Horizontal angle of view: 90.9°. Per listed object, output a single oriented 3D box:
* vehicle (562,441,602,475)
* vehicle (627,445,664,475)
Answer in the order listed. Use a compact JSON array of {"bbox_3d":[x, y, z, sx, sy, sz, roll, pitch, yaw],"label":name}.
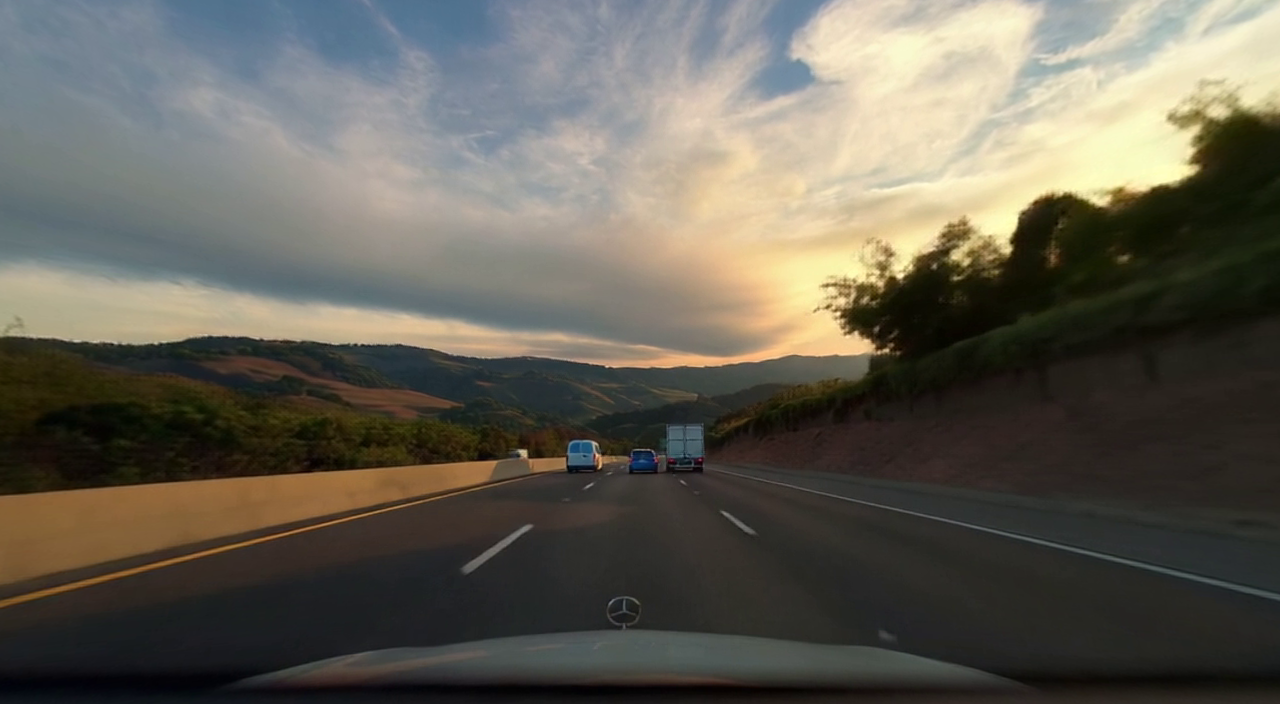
[{"bbox_3d":[-3.625,6.701,40.025,1.955,2.004,4.792,-1,-9,1],"label":"vehicle"},{"bbox_3d":[0.381,6.773,39.616,2.166,1.747,4.299,-1,-9,1],"label":"vehicle"}]
